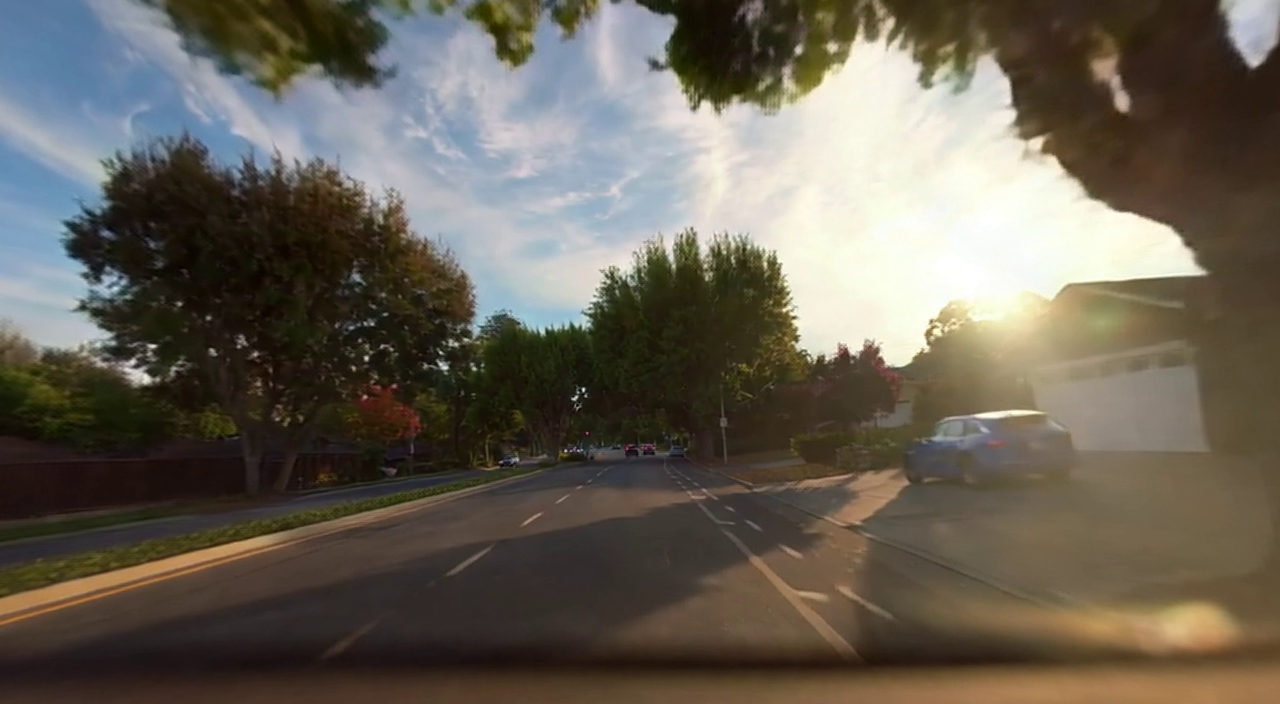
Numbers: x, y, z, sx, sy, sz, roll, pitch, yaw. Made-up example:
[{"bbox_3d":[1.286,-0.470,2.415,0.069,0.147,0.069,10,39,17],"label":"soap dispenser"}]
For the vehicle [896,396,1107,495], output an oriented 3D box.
[{"bbox_3d":[8.302,2.293,15.217,2.051,1.801,4.785,-5,-10,-1],"label":"vehicle"}]
